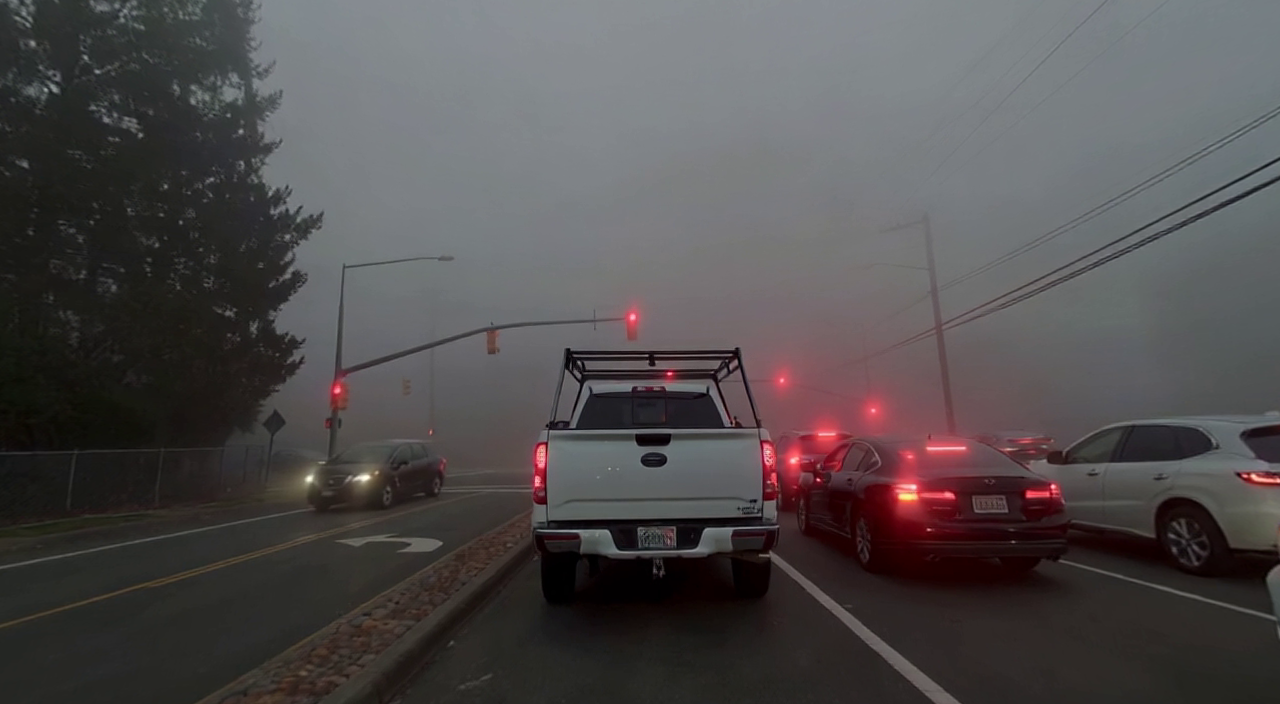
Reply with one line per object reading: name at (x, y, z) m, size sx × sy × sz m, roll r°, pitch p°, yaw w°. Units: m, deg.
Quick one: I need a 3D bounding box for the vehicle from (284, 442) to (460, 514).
vehicle at (-7.101, 3.357, 17.407) m, size 2.369 × 1.690 × 4.529 m, roll -1°, pitch -9°, yaw 8°

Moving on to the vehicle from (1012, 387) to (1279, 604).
vehicle at (6.154, 1.369, 6.485) m, size 1.982 × 1.727 × 4.352 m, roll 0°, pitch -8°, yaw 1°

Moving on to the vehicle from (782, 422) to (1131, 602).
vehicle at (3.115, 1.645, 7.376) m, size 1.993 × 1.495 × 4.060 m, roll 0°, pitch -8°, yaw 1°

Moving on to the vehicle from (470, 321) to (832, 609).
vehicle at (0.122, 1.324, 8.135) m, size 2.831 × 2.284 × 6.149 m, roll 0°, pitch -8°, yaw 1°
